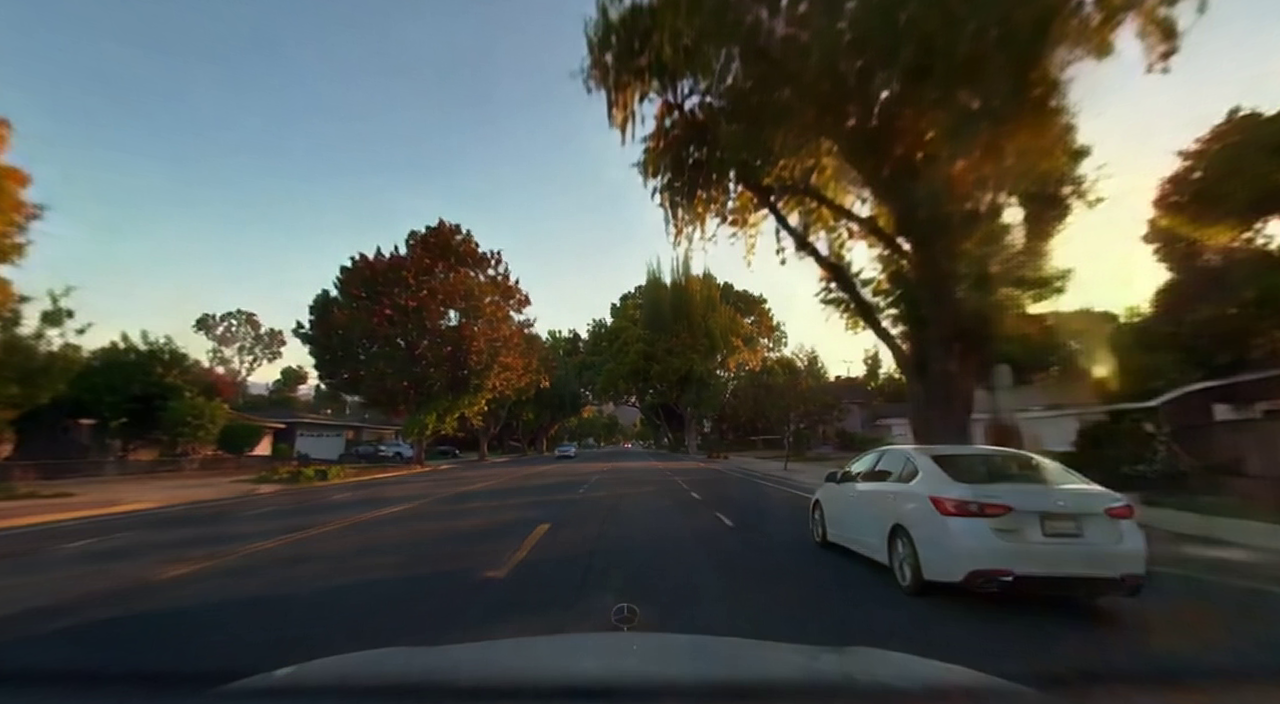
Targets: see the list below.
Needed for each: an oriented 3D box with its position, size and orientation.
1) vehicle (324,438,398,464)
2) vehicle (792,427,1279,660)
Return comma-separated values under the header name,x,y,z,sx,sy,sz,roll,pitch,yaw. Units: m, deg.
name,x,y,z,sx,sy,sz,roll,pitch,yaw
vehicle,-20.631,7.334,46.798,4.445,1.822,2.095,-1,-8,4
vehicle,3.101,1.558,6.292,2.057,1.493,4.225,0,-8,-1
